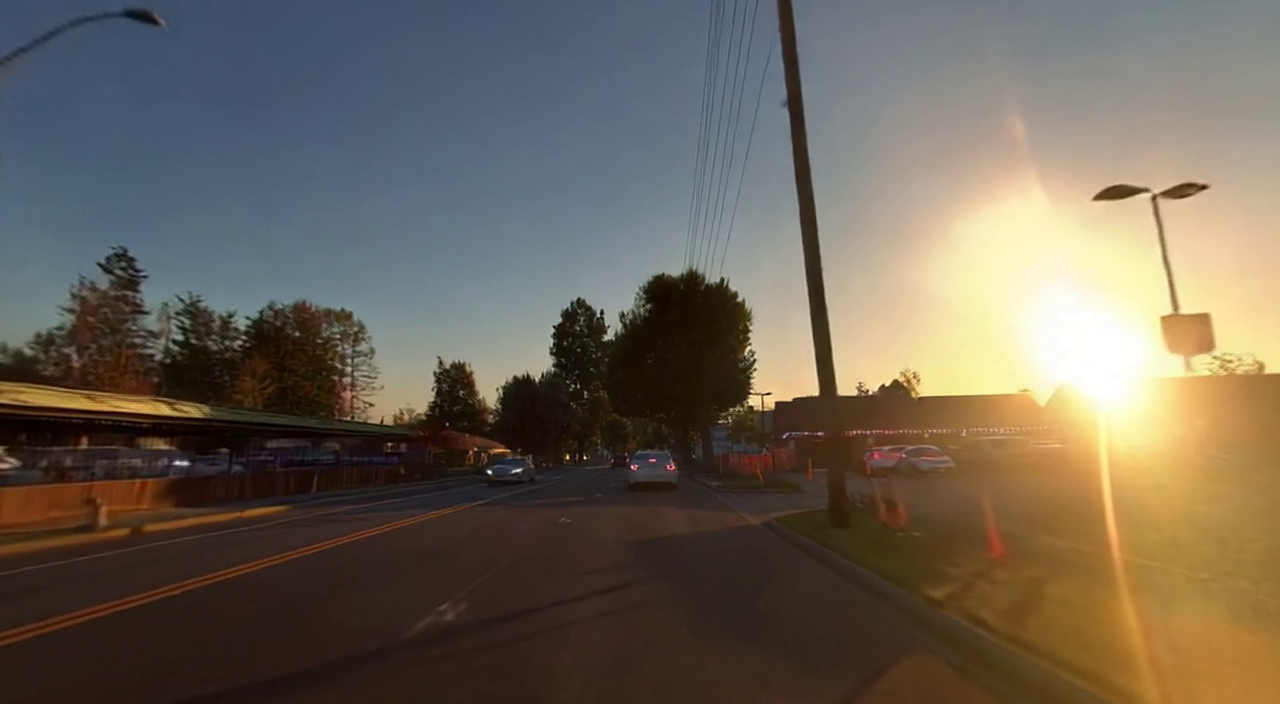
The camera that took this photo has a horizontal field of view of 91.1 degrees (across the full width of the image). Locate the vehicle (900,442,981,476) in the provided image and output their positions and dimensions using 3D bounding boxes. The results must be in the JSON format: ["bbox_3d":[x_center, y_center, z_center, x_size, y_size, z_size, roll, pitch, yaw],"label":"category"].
[{"bbox_3d":[14.419,5.149,30.409,1.897,1.511,4.250,0,-9,2],"label":"vehicle"}]

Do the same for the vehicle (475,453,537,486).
[{"bbox_3d":[-6.589,5.815,31.343,2.034,1.499,4.236,0,-9,2],"label":"vehicle"}]

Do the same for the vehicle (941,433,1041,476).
[{"bbox_3d":[16.390,4.800,29.629,2.101,1.825,4.700,0,-9,2],"label":"vehicle"}]

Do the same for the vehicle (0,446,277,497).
[{"bbox_3d":[-27.518,6.663,36.331,2.951,2.274,15.187,-1,-9,5],"label":"vehicle"}]

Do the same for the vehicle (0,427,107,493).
[{"bbox_3d":[-31.636,5.426,31.804,2.945,3.103,6.716,-1,-8,5],"label":"vehicle"}]

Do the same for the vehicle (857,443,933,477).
[{"bbox_3d":[12.120,5.161,30.208,1.970,1.501,4.514,-1,-9,3],"label":"vehicle"}]

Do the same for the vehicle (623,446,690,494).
[{"bbox_3d":[0.519,4.075,22.057,2.144,1.514,4.063,0,-9,0],"label":"vehicle"}]
